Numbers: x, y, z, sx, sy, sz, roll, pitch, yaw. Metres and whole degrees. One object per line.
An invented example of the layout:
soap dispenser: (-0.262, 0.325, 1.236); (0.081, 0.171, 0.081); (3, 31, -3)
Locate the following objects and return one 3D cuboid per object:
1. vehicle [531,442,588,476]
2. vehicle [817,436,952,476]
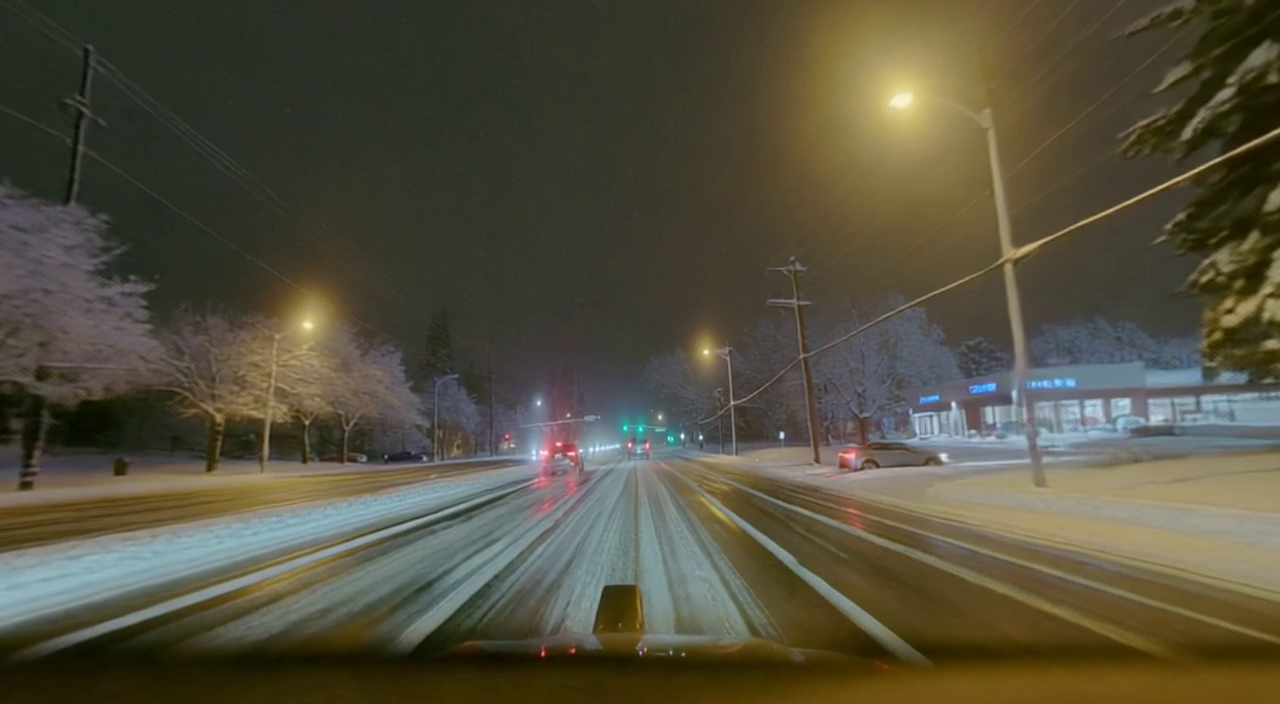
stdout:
vehicle: (-3.637, 4.925, 29.327); (2.076, 1.444, 4.328); (0, -8, 0)
vehicle: (10.338, 4.424, 26.851); (4.885, 1.576, 2.024); (1, -9, -6)
